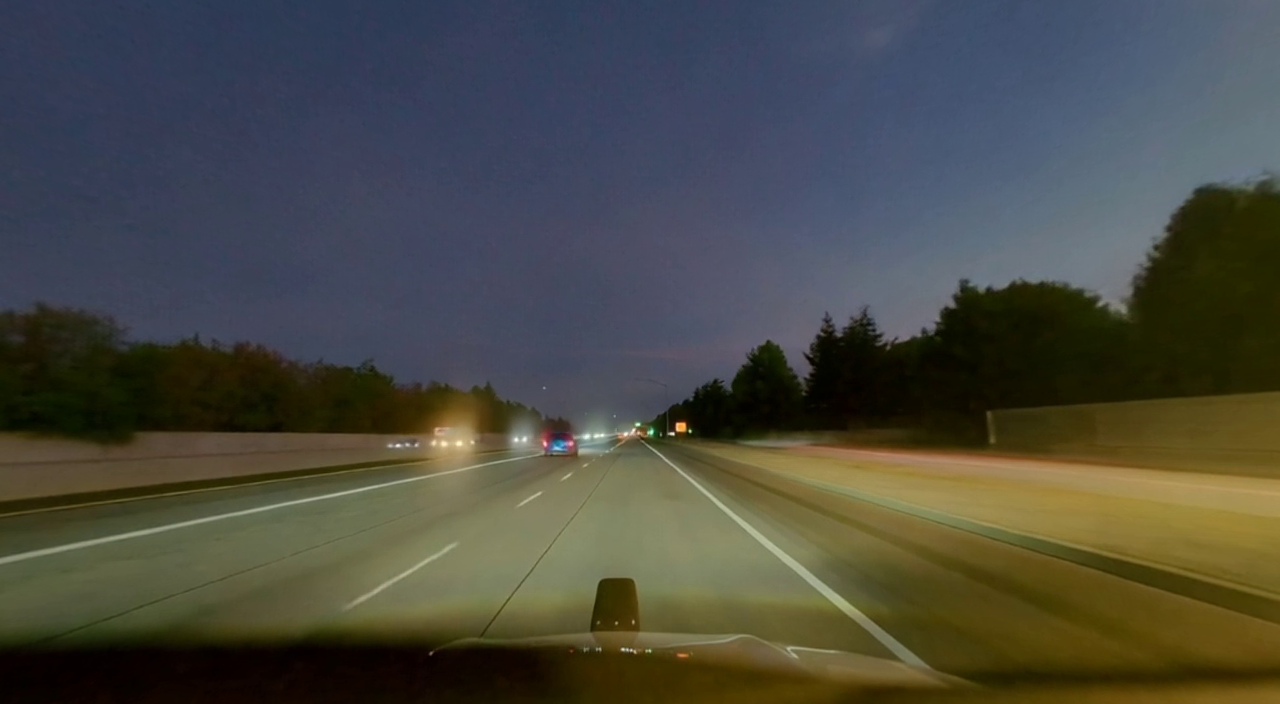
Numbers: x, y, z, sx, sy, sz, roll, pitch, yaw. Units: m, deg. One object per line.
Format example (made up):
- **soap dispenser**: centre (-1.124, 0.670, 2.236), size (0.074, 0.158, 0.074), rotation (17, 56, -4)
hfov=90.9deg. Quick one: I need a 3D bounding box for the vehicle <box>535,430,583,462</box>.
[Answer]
- **vehicle**: centre (-4.418, 5.200, 35.046), size (2.129, 1.641, 4.263), rotation (0, -7, 0)
